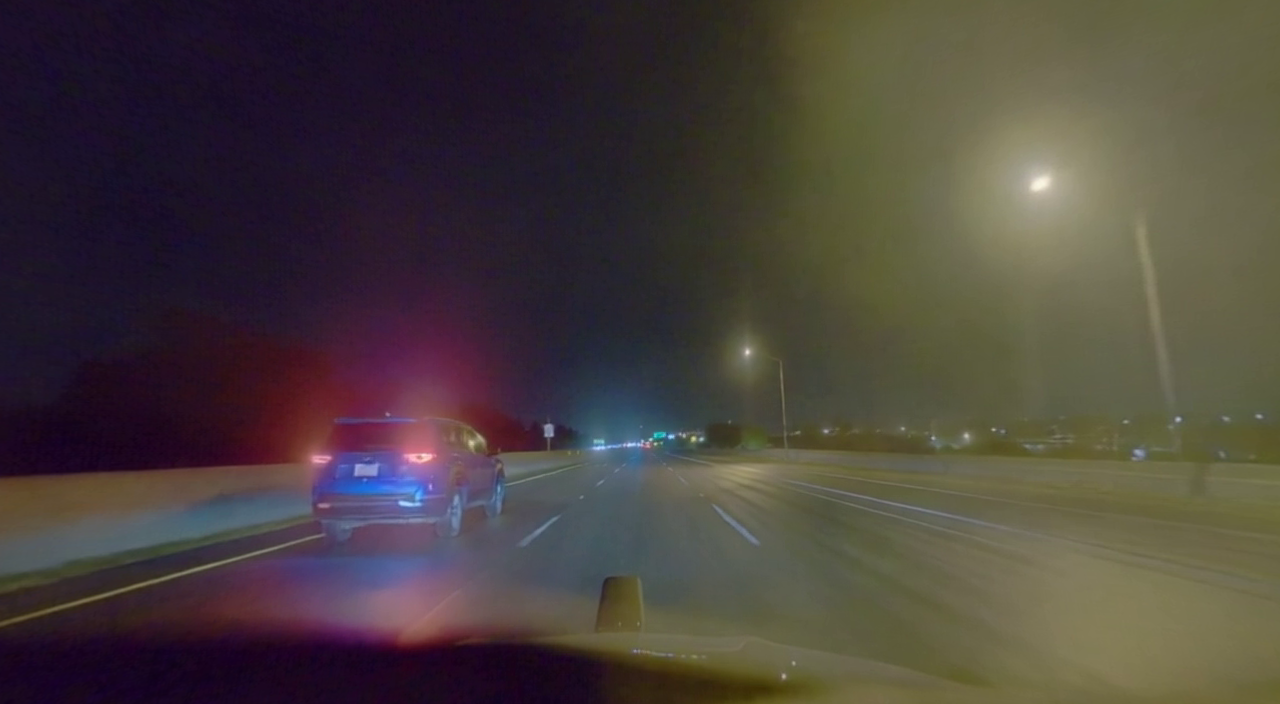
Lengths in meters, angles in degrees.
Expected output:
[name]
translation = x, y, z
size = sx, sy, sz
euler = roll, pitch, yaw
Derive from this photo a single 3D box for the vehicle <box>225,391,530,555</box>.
[vehicle]
translation = -3.618, 1.860, 10.402
size = 2.431, 1.928, 5.760
euler = 0, -9, 1
